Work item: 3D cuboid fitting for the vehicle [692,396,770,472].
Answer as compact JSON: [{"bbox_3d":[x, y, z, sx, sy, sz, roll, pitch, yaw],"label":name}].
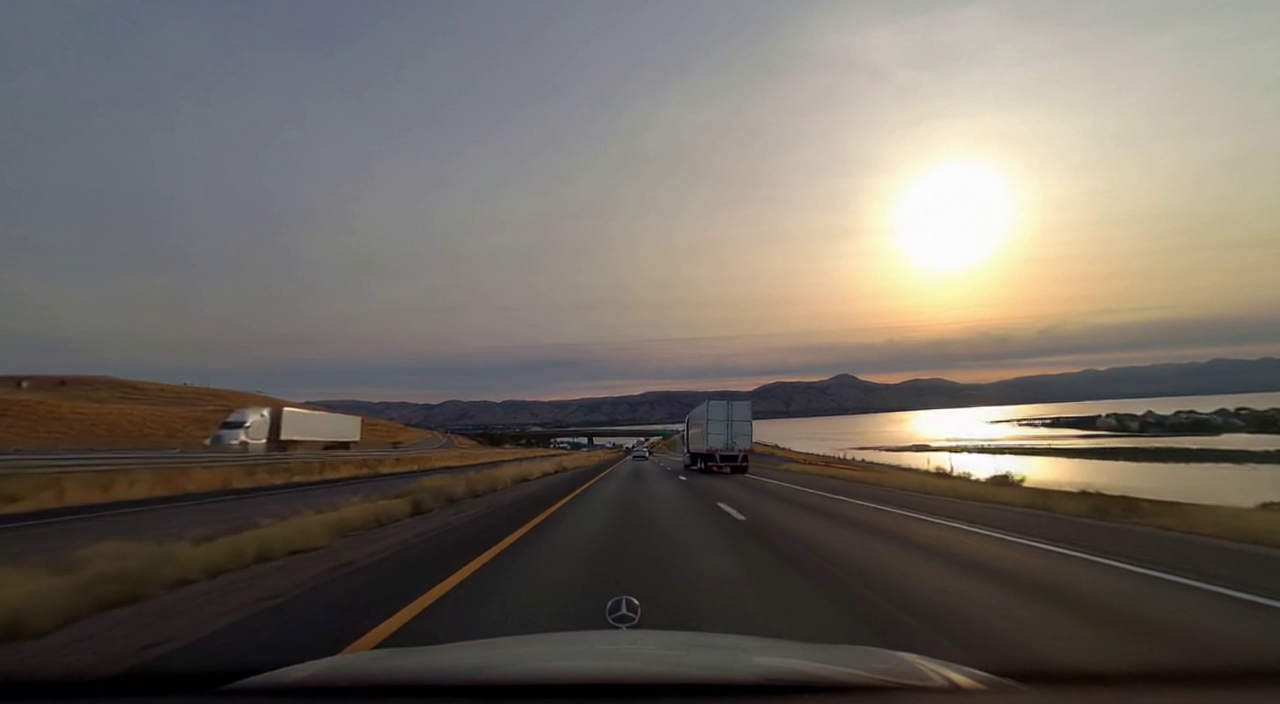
[{"bbox_3d":[5.386,5.388,40.224,3.035,4.005,13.454,0,-9,0],"label":"vehicle"}]
